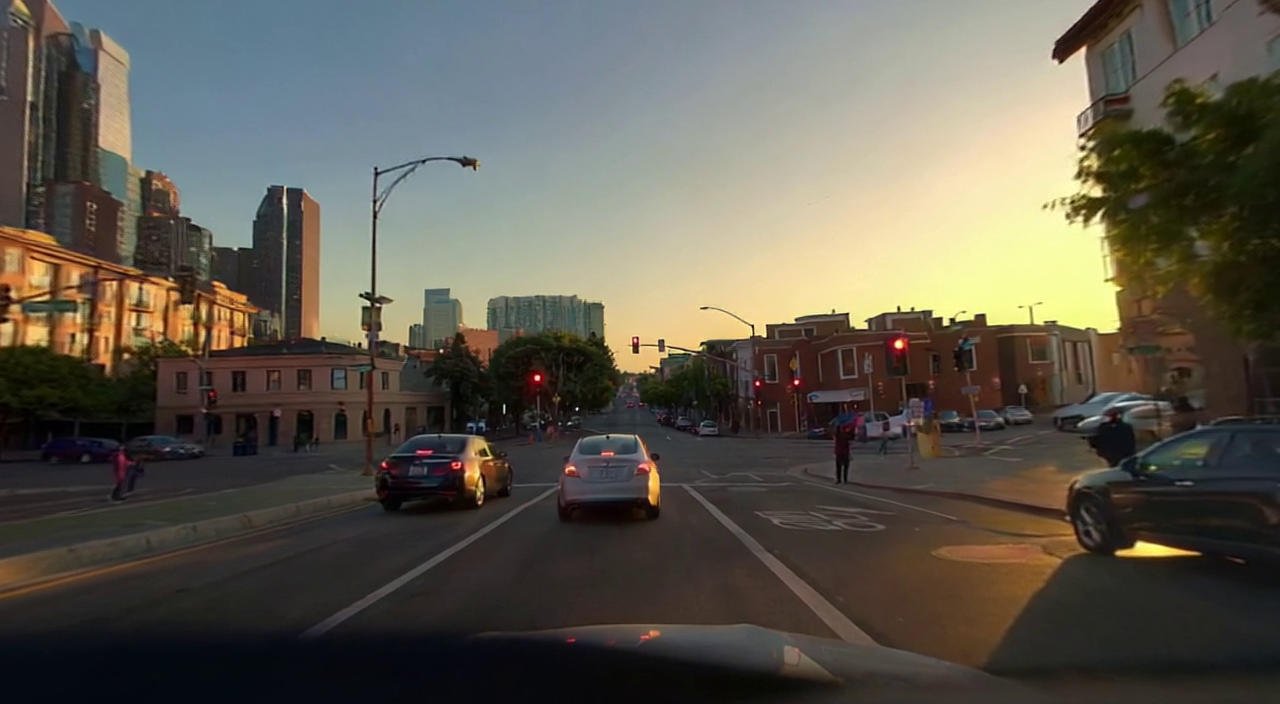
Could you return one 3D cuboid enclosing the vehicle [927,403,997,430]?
[{"bbox_3d":[21.187,4.300,41.443,5.017,1.542,2.055,6,-11,-38],"label":"vehicle"}]

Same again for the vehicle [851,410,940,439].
[{"bbox_3d":[15.174,4.333,37.529,4.775,1.604,1.915,3,-9,-21],"label":"vehicle"}]

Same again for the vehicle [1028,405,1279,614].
[{"bbox_3d":[6.217,1.431,6.106,1.904,1.705,4.510,0,-8,-2],"label":"vehicle"}]

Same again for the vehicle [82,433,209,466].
[{"bbox_3d":[-23.223,4.595,29.756,4.453,1.471,1.921,-1,-8,4],"label":"vehicle"}]

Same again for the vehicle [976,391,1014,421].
[{"bbox_3d":[27.075,4.169,48.053,2.152,1.993,5.078,-6,-10,31],"label":"vehicle"}]

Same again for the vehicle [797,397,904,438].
[{"bbox_3d":[13.772,4.358,41.374,6.541,2.480,2.259,3,-9,-19],"label":"vehicle"}]

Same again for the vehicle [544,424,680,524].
[{"bbox_3d":[-0.437,2.159,11.681,2.082,1.520,3.896,0,-8,0],"label":"vehicle"}]

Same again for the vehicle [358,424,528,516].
[{"bbox_3d":[-3.700,2.304,12.839,1.934,1.522,4.464,0,-8,1],"label":"vehicle"}]
